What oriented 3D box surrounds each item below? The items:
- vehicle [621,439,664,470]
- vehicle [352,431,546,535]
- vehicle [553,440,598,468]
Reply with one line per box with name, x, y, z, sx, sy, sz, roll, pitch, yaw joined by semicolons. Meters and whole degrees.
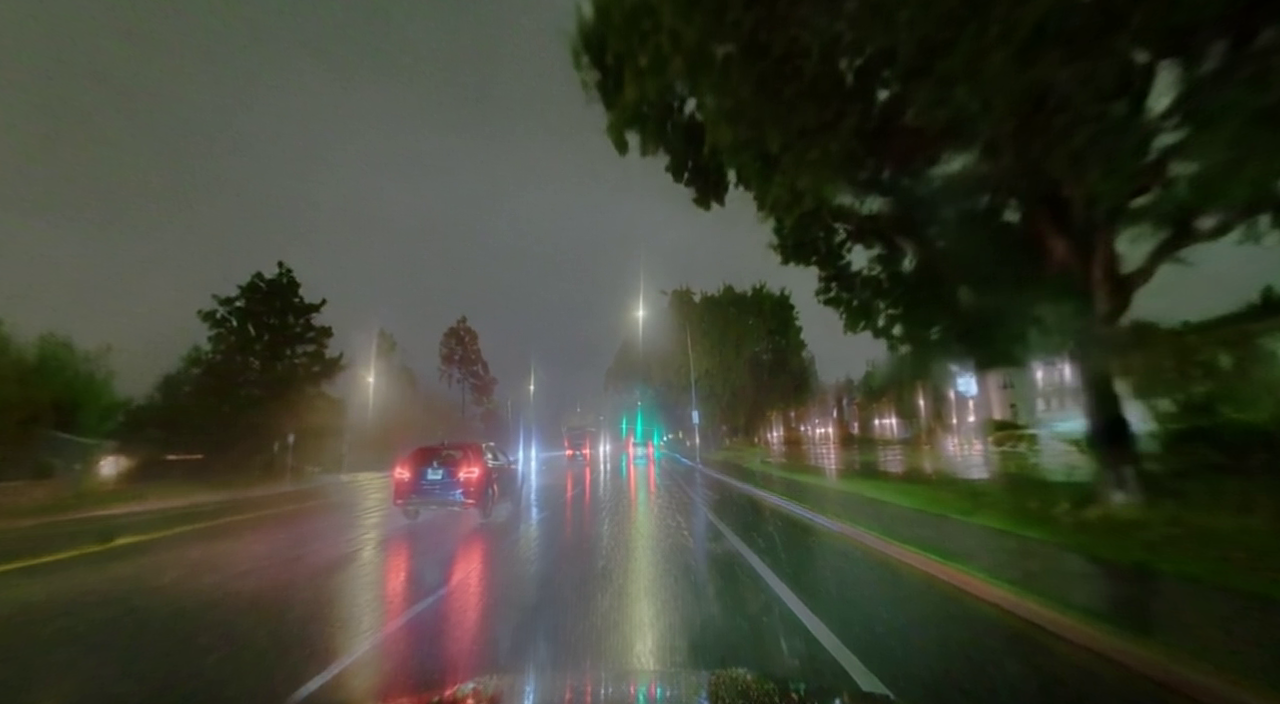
vehicle;0.123;5.214;32.146;2.065;1.456;4.099;0;-8;0
vehicle;-3.064;2.206;11.249;2.030;1.467;4.403;0;-8;1
vehicle;-3.560;5.698;35.353;2.114;1.500;3.912;0;-8;0
